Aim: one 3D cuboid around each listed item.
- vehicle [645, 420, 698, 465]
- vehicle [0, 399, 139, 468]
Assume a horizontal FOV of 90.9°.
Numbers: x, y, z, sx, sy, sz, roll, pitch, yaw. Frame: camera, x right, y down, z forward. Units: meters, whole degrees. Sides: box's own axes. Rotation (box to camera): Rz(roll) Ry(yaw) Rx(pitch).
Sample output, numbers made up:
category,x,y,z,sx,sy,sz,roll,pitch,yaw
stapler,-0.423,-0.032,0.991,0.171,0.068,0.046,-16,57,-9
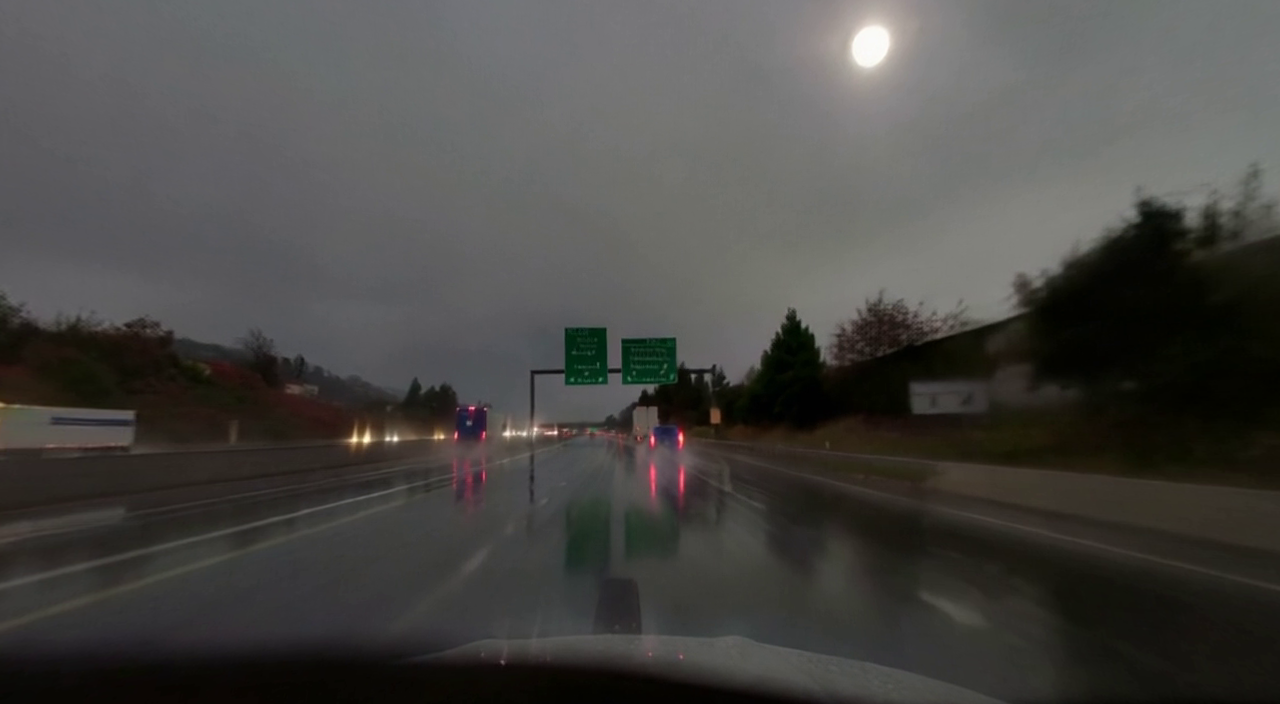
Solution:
category,x,y,z,sx,sy,sz,roll,pitch,yaw
vehicle,1.338,4.120,28.847,2.076,1.914,4.287,0,-8,-2
vehicle,-39.935,5.409,41.715,2.676,4.105,14.309,0,-8,-4
